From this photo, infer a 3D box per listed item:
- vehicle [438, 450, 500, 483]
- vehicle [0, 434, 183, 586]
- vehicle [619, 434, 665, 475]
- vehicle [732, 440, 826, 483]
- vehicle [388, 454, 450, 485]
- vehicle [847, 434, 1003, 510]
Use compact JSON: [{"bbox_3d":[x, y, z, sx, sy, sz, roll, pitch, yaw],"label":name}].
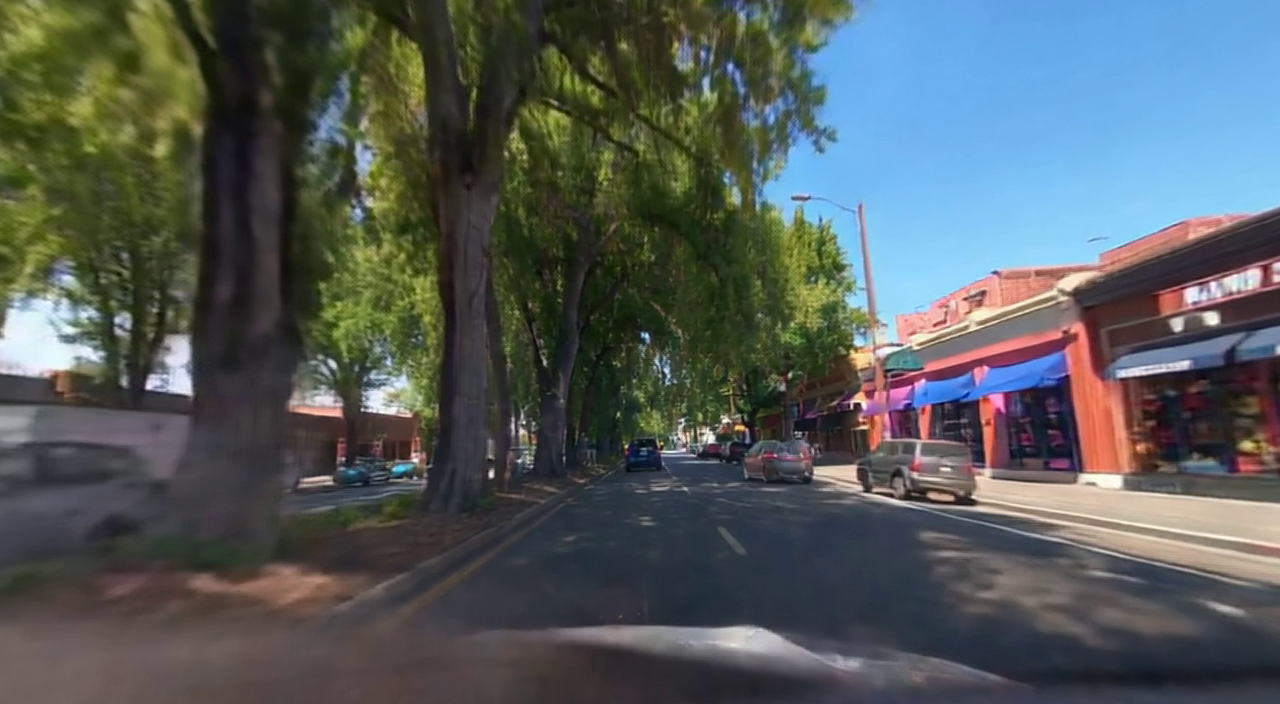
[{"bbox_3d":[-8.590,5.765,32.128,1.982,1.505,4.065,0,-9,1],"label":"vehicle"},{"bbox_3d":[-8.128,1.864,7.719,1.977,1.669,4.387,0,-9,-4],"label":"vehicle"},{"bbox_3d":[0.137,5.521,34.215,2.293,2.036,4.853,0,-9,1],"label":"vehicle"},{"bbox_3d":[6.006,4.787,27.990,2.114,1.697,4.739,2,-9,-15],"label":"vehicle"},{"bbox_3d":[-11.878,6.328,34.277,1.808,1.459,4.129,0,-9,1],"label":"vehicle"},{"bbox_3d":[7.273,3.092,16.752,2.004,1.714,4.356,0,-9,-1],"label":"vehicle"}]
